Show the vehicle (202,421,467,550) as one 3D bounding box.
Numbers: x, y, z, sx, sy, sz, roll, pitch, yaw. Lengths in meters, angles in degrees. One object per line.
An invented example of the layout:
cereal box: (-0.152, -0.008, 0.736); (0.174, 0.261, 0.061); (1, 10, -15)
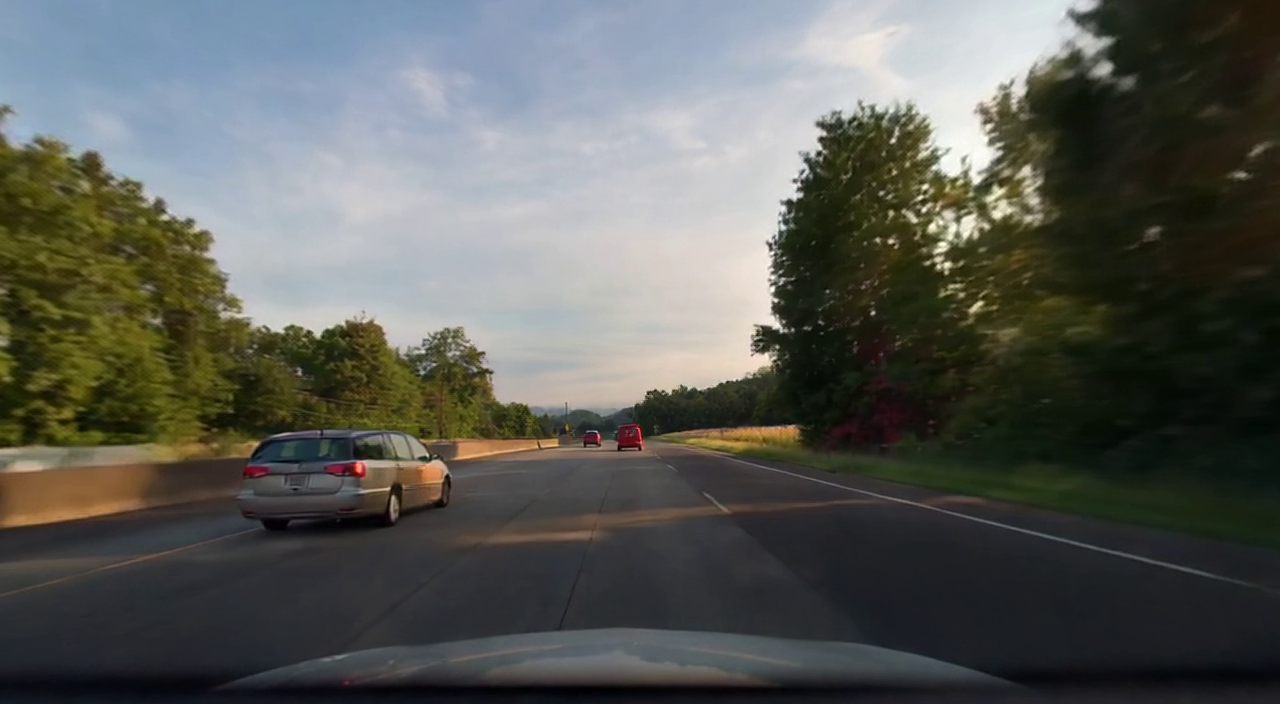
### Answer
vehicle: (-4.134, 1.833, 9.441); (1.931, 1.483, 4.105); (0, -8, -1)

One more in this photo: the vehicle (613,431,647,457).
vehicle: (-0.677, 6.184, 42.497); (2.162, 1.616, 4.242); (0, -8, 0)
